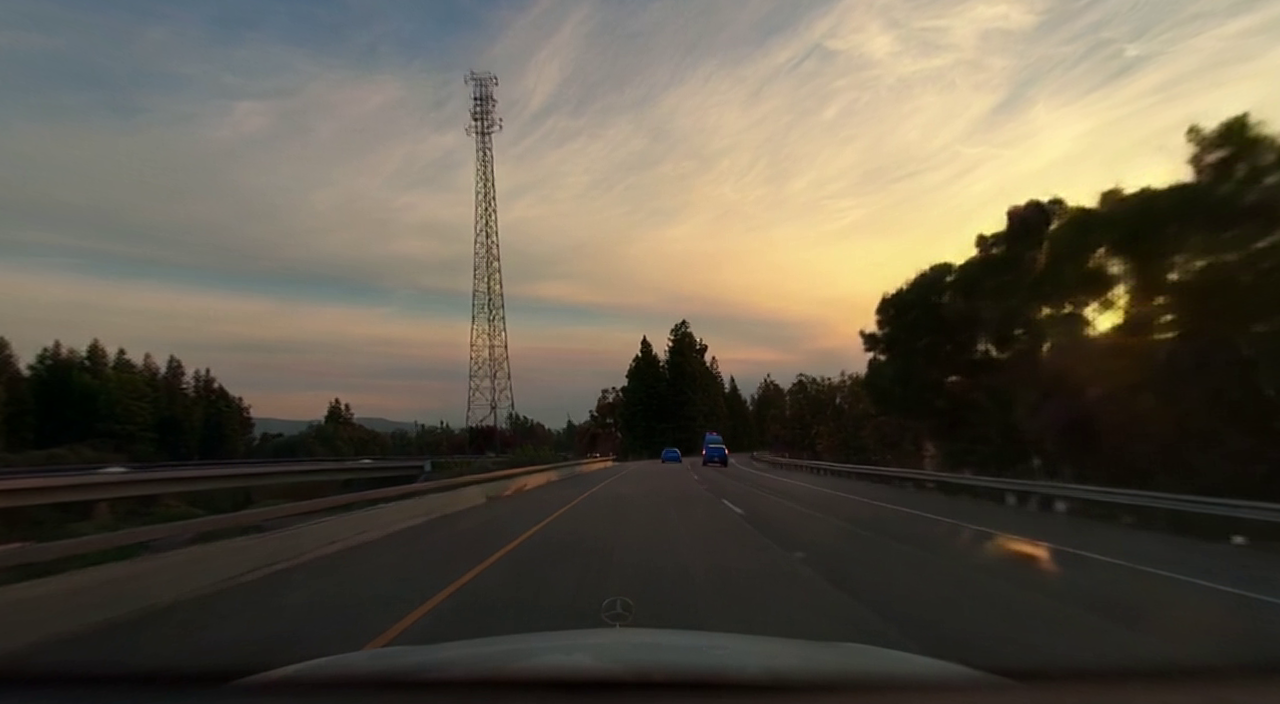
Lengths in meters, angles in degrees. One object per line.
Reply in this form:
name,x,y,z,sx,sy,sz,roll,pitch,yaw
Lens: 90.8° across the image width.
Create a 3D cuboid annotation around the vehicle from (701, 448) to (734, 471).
vehicle,5.487,7.647,44.994,2.030,1.526,4.165,0,-9,3
